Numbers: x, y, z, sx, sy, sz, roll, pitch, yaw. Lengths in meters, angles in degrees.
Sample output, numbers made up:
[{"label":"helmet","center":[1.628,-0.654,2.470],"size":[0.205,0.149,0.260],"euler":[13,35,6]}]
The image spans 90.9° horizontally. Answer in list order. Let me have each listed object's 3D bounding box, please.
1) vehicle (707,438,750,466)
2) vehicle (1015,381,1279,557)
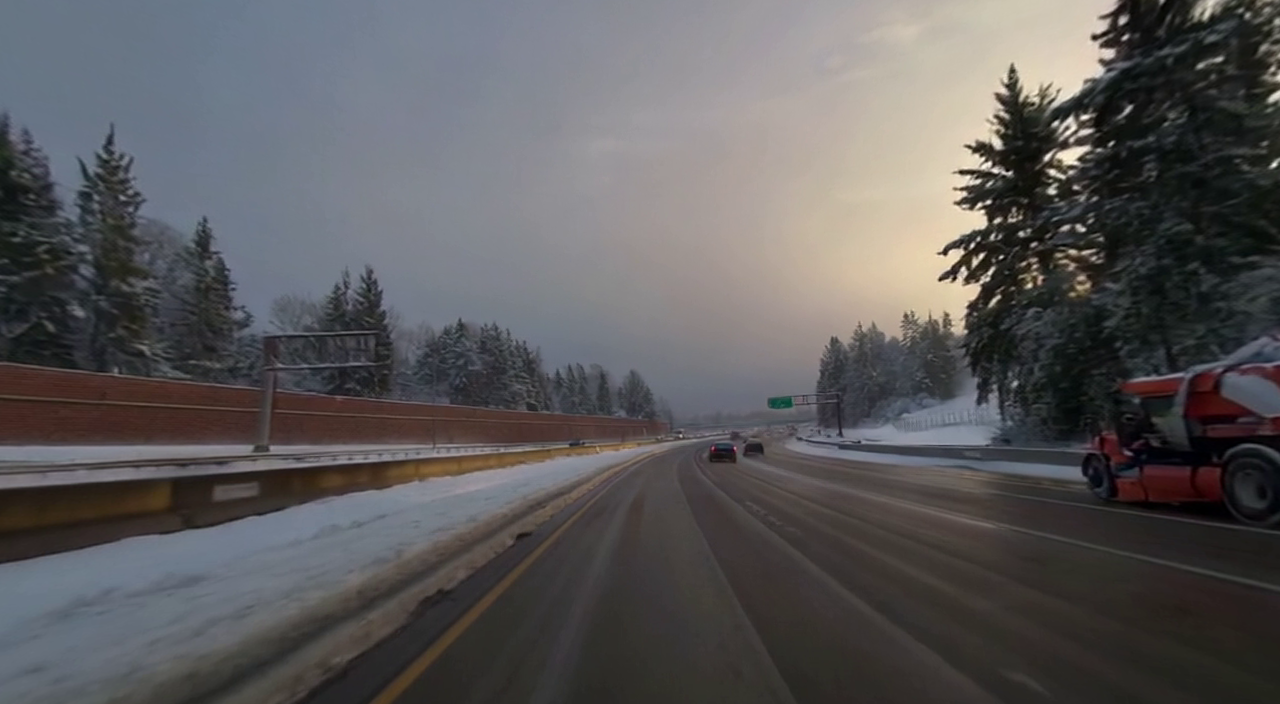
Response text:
[{"label":"vehicle","center":[4.905,5.621,35.593],"size":[1.926,1.477,4.080],"euler":[-1,-8,2]},{"label":"vehicle","center":[8.140,1.576,8.980],"size":[2.188,1.924,5.511],"euler":[0,-8,0]}]
